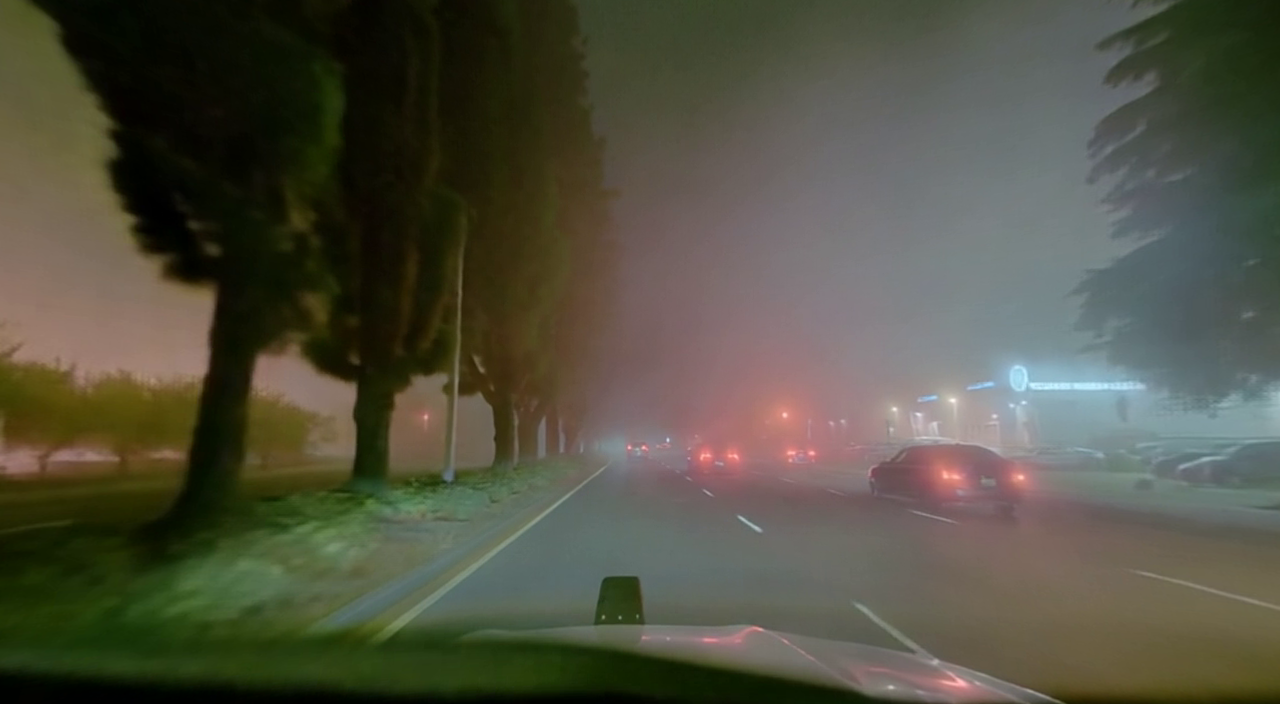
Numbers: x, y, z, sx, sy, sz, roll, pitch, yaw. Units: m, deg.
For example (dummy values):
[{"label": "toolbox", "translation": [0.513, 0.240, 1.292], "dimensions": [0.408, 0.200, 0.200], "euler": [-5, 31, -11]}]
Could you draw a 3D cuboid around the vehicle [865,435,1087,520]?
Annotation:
[{"label": "vehicle", "translation": [6.947, 2.614, 13.840], "dimensions": [2.098, 1.507, 4.655], "euler": [0, -8, -3]}]

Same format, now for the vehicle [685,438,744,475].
[{"label": "vehicle", "translation": [3.325, 4.760, 29.063], "dimensions": [1.953, 1.514, 4.672], "euler": [0, -8, -2]}]

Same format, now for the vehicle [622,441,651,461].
[{"label": "vehicle", "translation": [-0.287, 7.357, 47.095], "dimensions": [2.095, 1.456, 3.873], "euler": [0, -8, -1]}]

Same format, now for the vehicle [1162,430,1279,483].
[{"label": "vehicle", "translation": [20.915, 3.527, 21.431], "dimensions": [4.646, 1.690, 1.971], "euler": [0, -8, -1]}]
